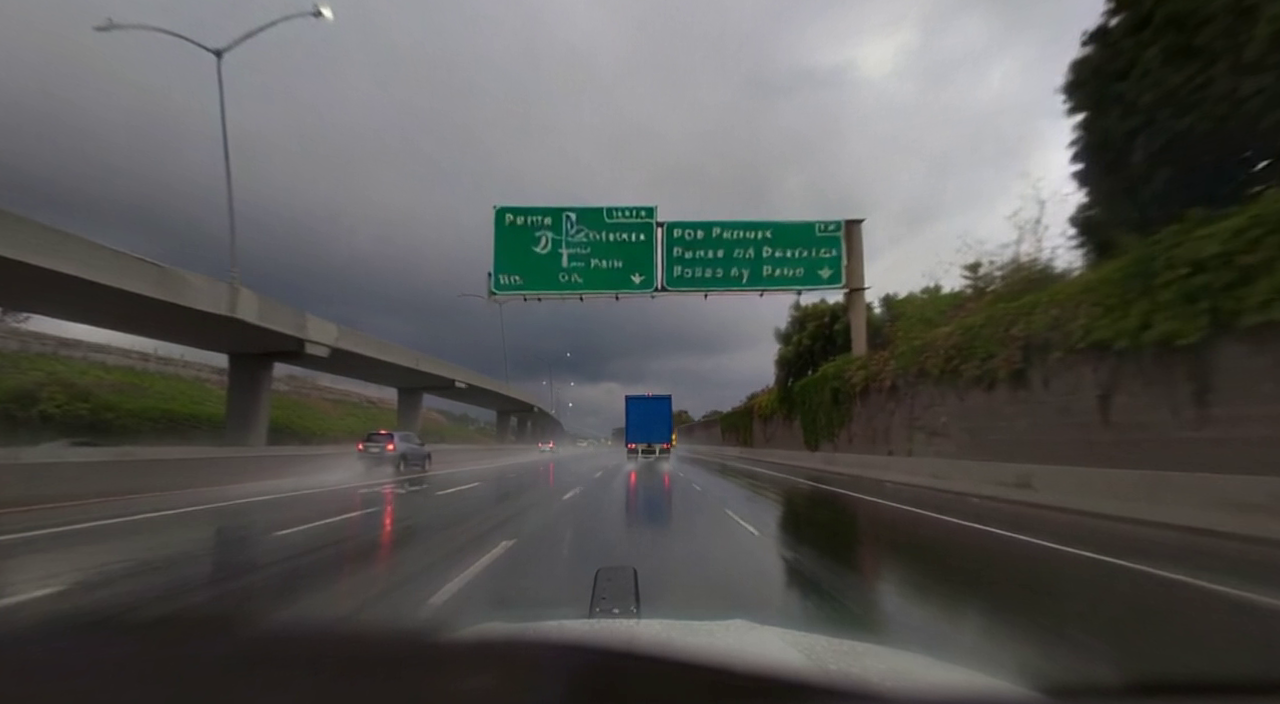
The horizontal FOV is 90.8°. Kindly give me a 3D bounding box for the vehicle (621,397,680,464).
[{"bbox_3d":[0.399,5.195,40.664,3.233,3.678,11.032,0,-9,-2],"label":"vehicle"}]

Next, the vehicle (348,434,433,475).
[{"bbox_3d":[-10.508,4.343,26.936,1.919,1.625,4.183,0,-8,0],"label":"vehicle"}]

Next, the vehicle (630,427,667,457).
[{"bbox_3d":[0.436,5.346,37.452,2.052,1.666,4.358,0,-9,0],"label":"vehicle"}]
